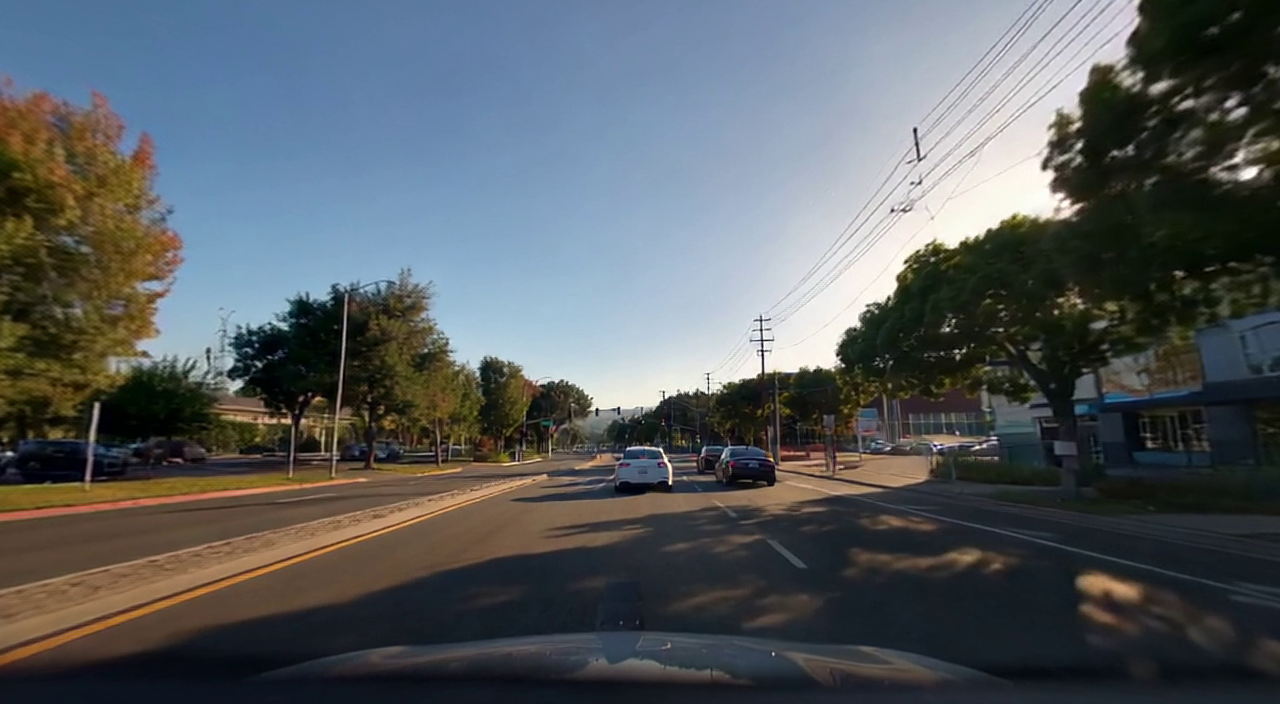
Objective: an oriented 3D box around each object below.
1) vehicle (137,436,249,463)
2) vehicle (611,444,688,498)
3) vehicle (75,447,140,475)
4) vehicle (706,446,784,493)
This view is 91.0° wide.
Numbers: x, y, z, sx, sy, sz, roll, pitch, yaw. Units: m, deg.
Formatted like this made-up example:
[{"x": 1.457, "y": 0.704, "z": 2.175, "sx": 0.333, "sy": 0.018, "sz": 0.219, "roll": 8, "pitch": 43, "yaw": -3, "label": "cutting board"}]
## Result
[{"x": -34.360, "y": 7.501, "z": 48.557, "sx": 6.282, "sy": 2.011, "sz": 3.033, "roll": 0, "pitch": -8, "yaw": -3, "label": "vehicle"}, {"x": 0.234, "y": 3.611, "z": 19.571, "sx": 2.144, "sy": 1.473, "sz": 4.028, "roll": 0, "pitch": -8, "yaw": -1, "label": "vehicle"}, {"x": -30.044, "y": 6.135, "z": 35.620, "sx": 1.939, "sy": 1.459, "sz": 3.953, "roll": 5, "pitch": -10, "yaw": -28, "label": "vehicle"}, {"x": 3.539, "y": 4.030, "z": 22.020, "sx": 1.985, "sy": 1.489, "sz": 4.036, "roll": 0, "pitch": -8, "yaw": 0, "label": "vehicle"}]
